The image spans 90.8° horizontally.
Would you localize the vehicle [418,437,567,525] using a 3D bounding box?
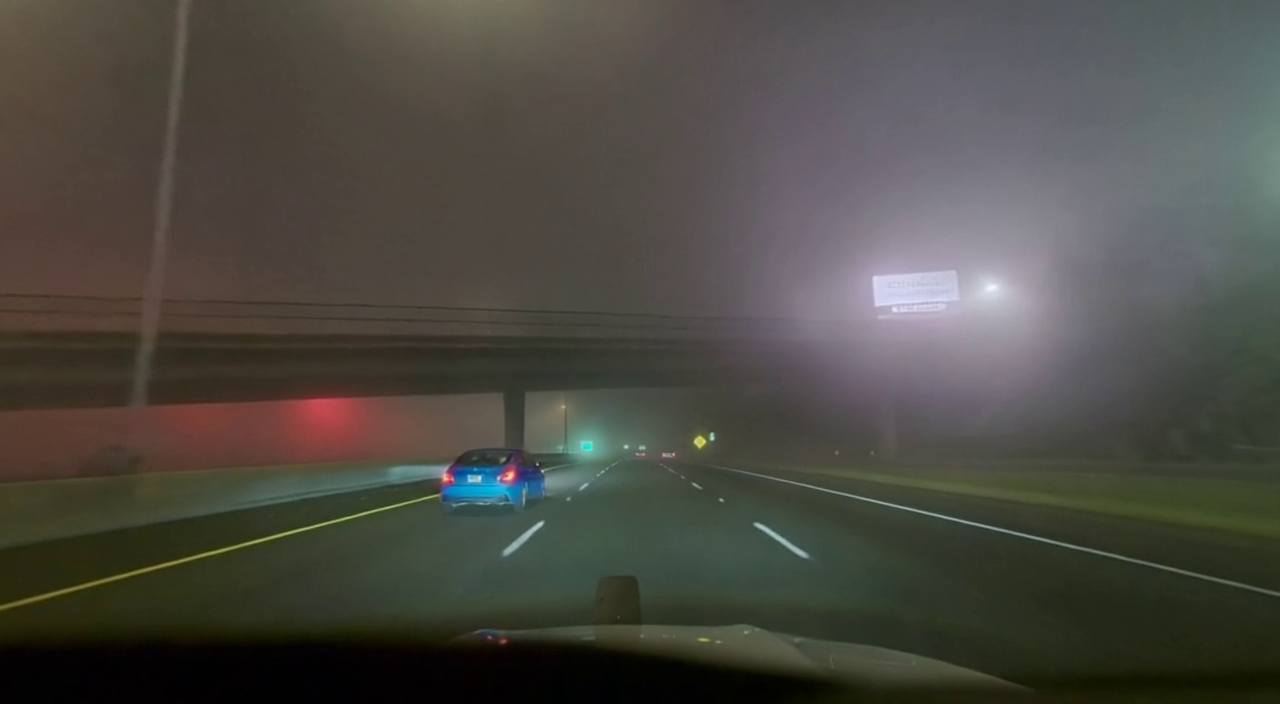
[{"bbox_3d":[-2.911,2.659,13.648,2.029,1.557,4.570,0,-9,1],"label":"vehicle"}]
